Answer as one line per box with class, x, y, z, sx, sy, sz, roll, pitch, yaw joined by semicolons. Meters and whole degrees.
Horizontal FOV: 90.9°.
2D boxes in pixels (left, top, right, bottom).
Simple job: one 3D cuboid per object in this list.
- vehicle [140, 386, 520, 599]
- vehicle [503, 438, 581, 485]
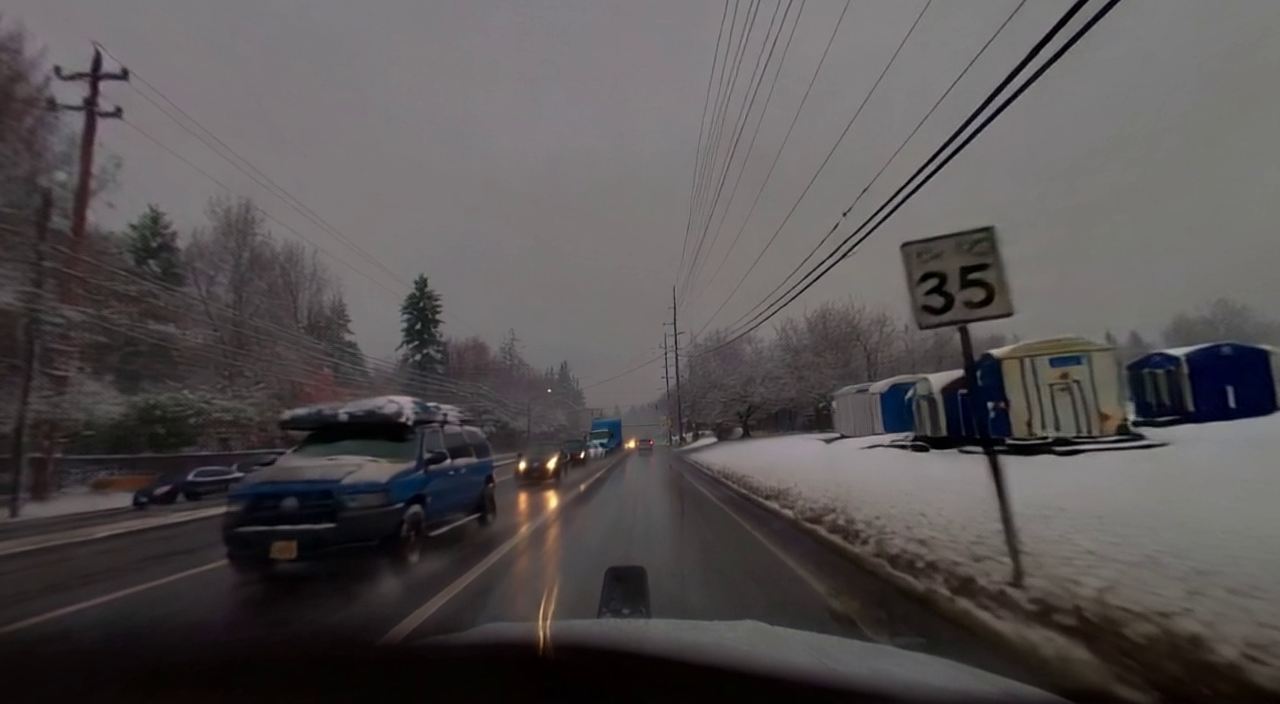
vehicle;-3.149;1.583;8.026;2.180;1.818;5.117;0;-8;1
vehicle;-3.323;3.802;22.209;1.998;1.466;4.124;0;-8;1
